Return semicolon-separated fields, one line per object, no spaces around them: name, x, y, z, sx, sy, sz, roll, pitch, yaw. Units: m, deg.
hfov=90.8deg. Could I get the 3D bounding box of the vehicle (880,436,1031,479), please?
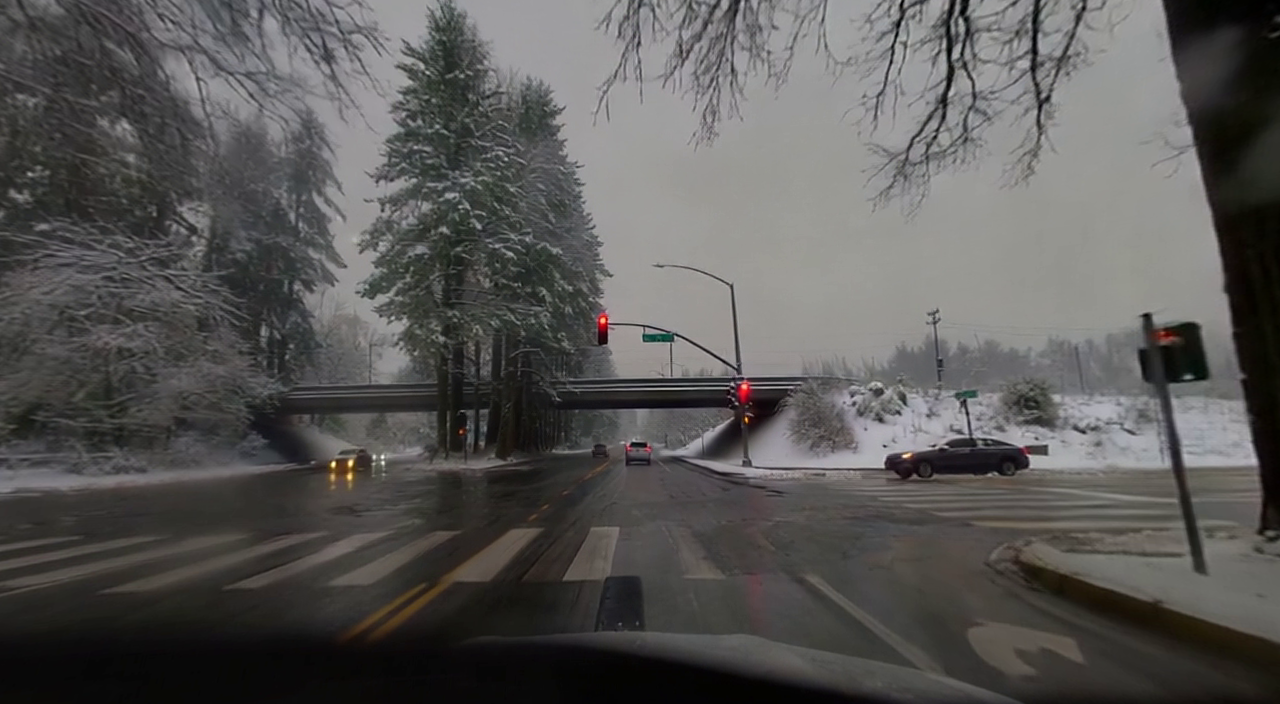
vehicle;11.649;3.899;23.494;4.691;1.466;1.800;1;-9;-6
